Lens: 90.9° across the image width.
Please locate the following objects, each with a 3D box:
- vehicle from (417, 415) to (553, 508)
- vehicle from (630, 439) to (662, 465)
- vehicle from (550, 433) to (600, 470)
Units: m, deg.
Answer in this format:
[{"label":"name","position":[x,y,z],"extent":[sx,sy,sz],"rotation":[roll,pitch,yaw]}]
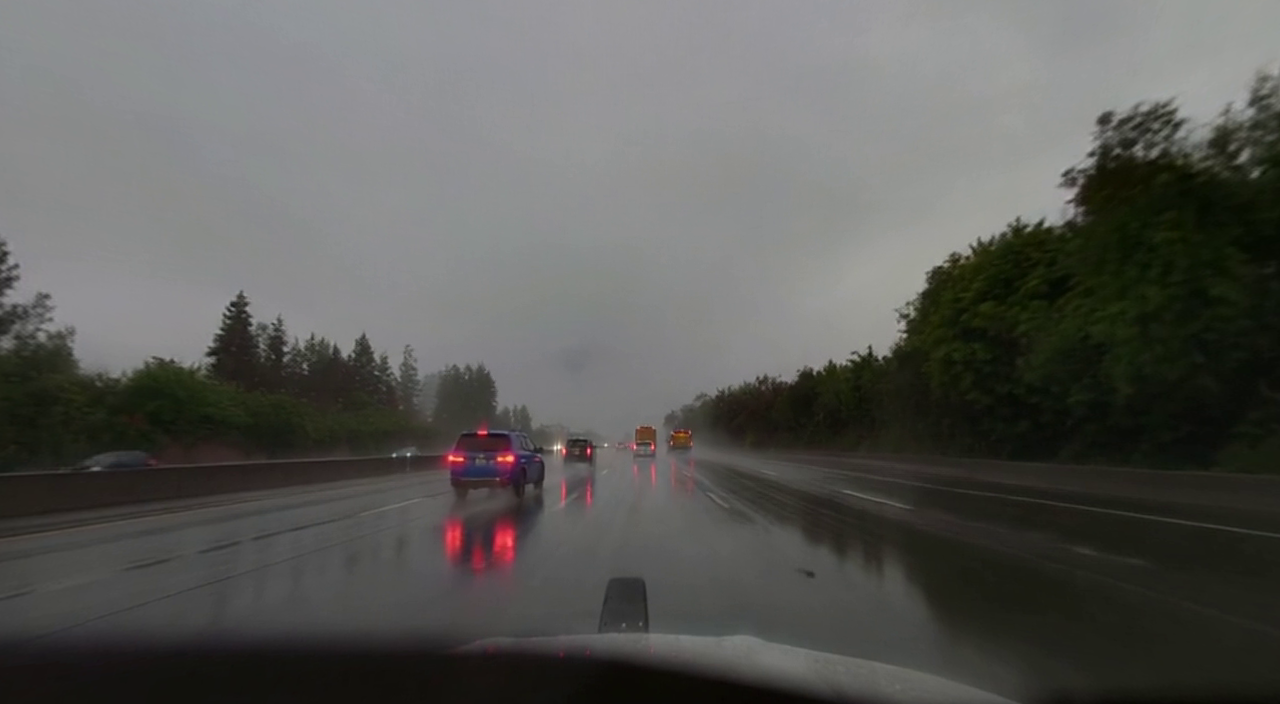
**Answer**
[{"label":"vehicle","position":[-3.494,2.590,15.218],"extent":[2.016,1.898,4.458],"rotation":[0,-9,1]},{"label":"vehicle","position":[0.392,6.710,42.286],"extent":[2.042,1.632,3.654],"rotation":[0,-9,0]},{"label":"vehicle","position":[-3.340,5.286,33.559],"extent":[2.155,1.843,4.567],"rotation":[0,-9,0]}]
